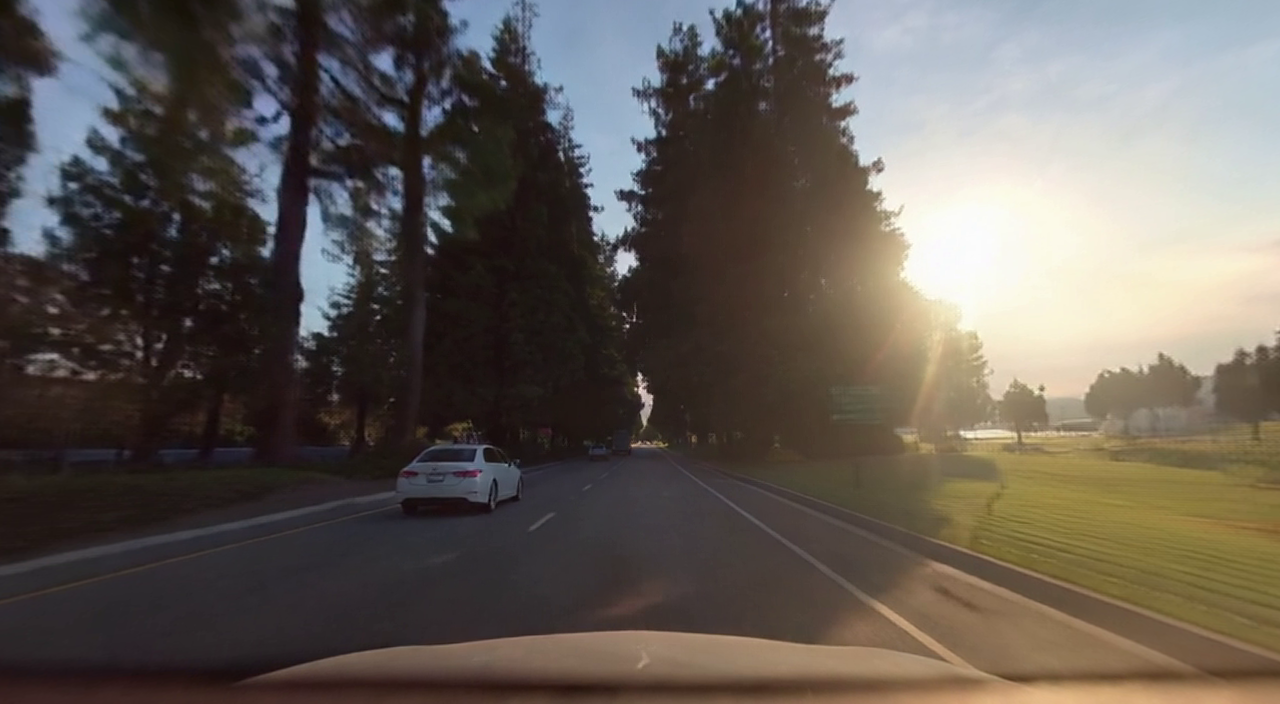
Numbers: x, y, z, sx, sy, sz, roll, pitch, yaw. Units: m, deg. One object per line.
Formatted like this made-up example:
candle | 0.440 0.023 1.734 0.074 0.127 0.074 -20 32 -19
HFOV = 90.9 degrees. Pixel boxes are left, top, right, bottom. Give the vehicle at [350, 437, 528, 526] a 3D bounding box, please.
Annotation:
vehicle | -3.732 2.494 12.738 2.033 1.454 4.512 0 -9 1
